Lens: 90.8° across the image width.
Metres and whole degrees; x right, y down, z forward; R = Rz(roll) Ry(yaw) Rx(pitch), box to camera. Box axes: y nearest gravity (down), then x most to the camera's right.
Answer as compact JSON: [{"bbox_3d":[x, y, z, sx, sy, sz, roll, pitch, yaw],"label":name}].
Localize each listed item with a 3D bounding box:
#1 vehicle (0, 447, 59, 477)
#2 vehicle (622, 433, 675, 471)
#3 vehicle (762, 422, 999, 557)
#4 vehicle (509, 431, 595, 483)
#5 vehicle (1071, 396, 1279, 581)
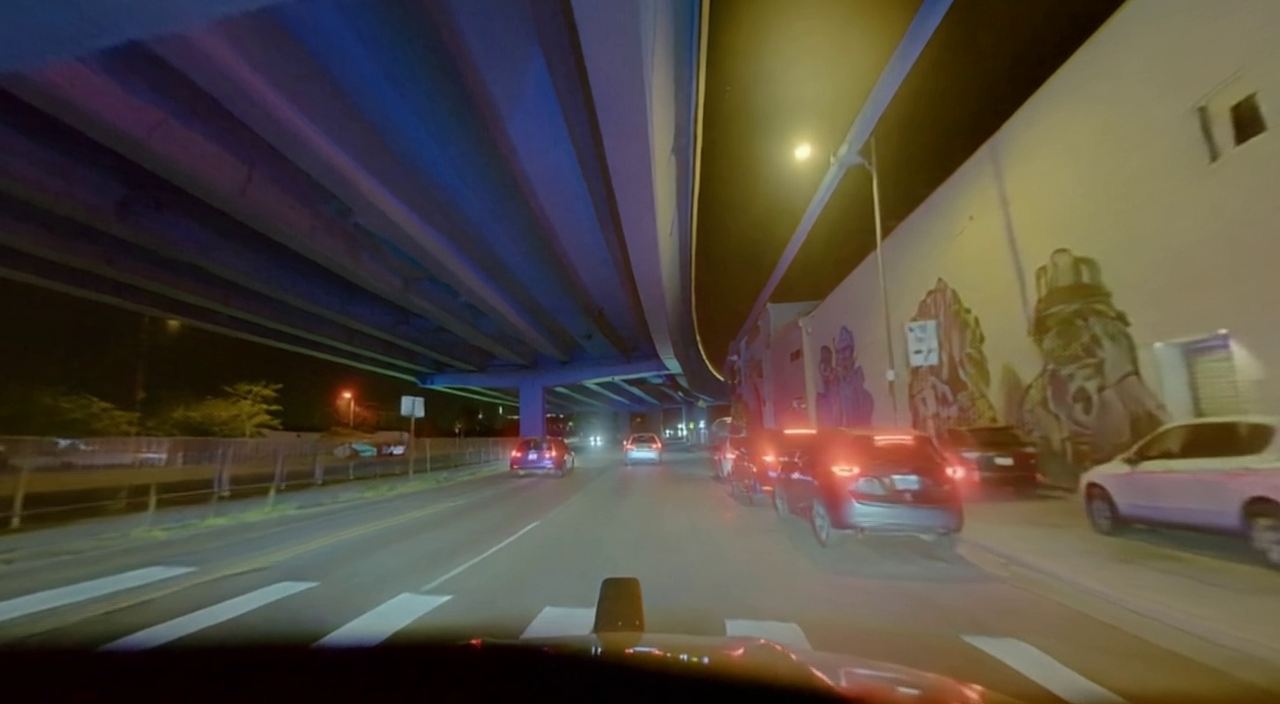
[{"bbox_3d":[-33.688,5.809,33.355,4.152,1.520,1.914,9,-12,-39],"label":"vehicle"},{"bbox_3d":[0.402,4.403,28.030,2.155,1.571,3.734,0,-8,2],"label":"vehicle"},{"bbox_3d":[3.245,1.897,9.550,1.983,1.589,4.010,0,-8,0],"label":"vehicle"},{"bbox_3d":[-2.762,3.421,20.905,2.024,1.533,4.549,0,-8,2],"label":"vehicle"},{"bbox_3d":[7.616,1.532,7.385,2.275,1.834,4.294,1,-7,3],"label":"vehicle"}]
